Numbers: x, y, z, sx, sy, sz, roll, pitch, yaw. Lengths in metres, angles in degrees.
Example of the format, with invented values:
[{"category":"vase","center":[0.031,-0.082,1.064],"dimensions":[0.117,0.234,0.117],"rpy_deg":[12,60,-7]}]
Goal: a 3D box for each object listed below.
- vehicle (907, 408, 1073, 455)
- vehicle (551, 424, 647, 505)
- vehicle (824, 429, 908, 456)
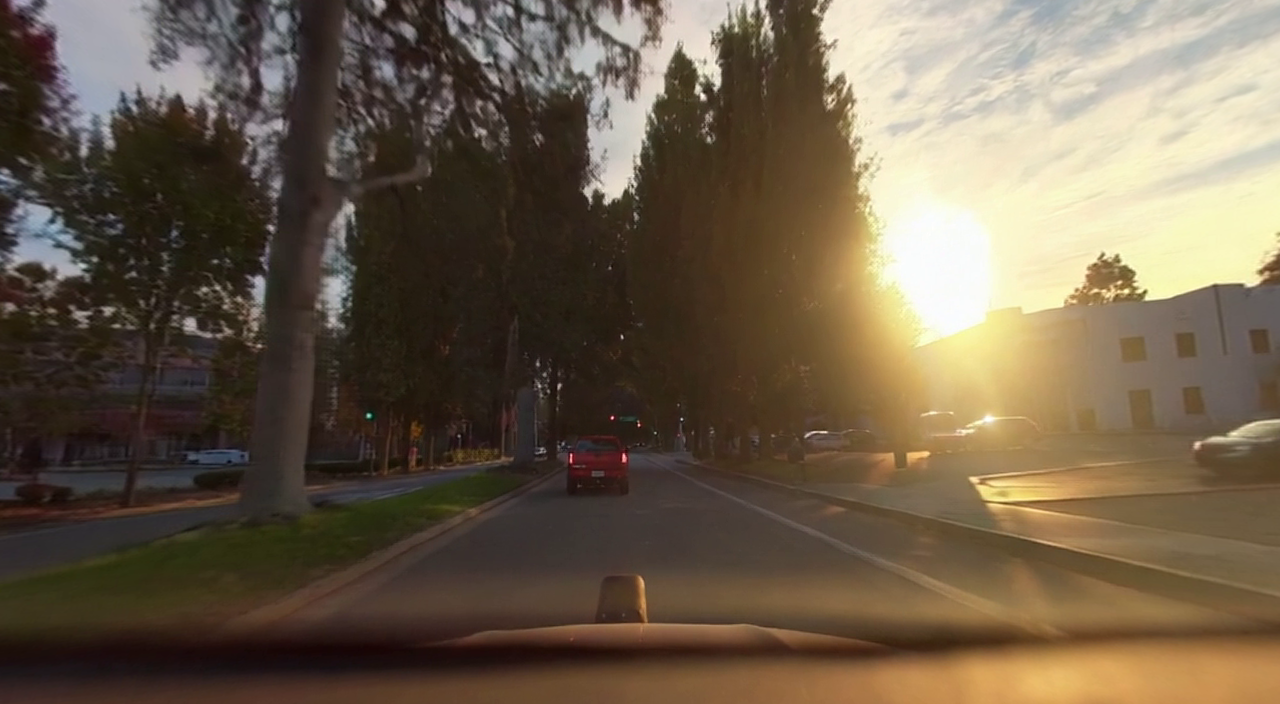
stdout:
[{"category":"vehicle","center":[12.796,2.976,23.364],"dimensions":[4.788,1.625,2.319],"rpy_deg":[0,-9,-3]},{"category":"vehicle","center":[-1.013,2.982,17.263],"dimensions":[2.157,1.816,5.804],"rpy_deg":[0,-8,-2]},{"category":"vehicle","center":[12.445,5.004,34.962],"dimensions":[3.895,1.451,1.830],"rpy_deg":[1,-9,-4]}]
